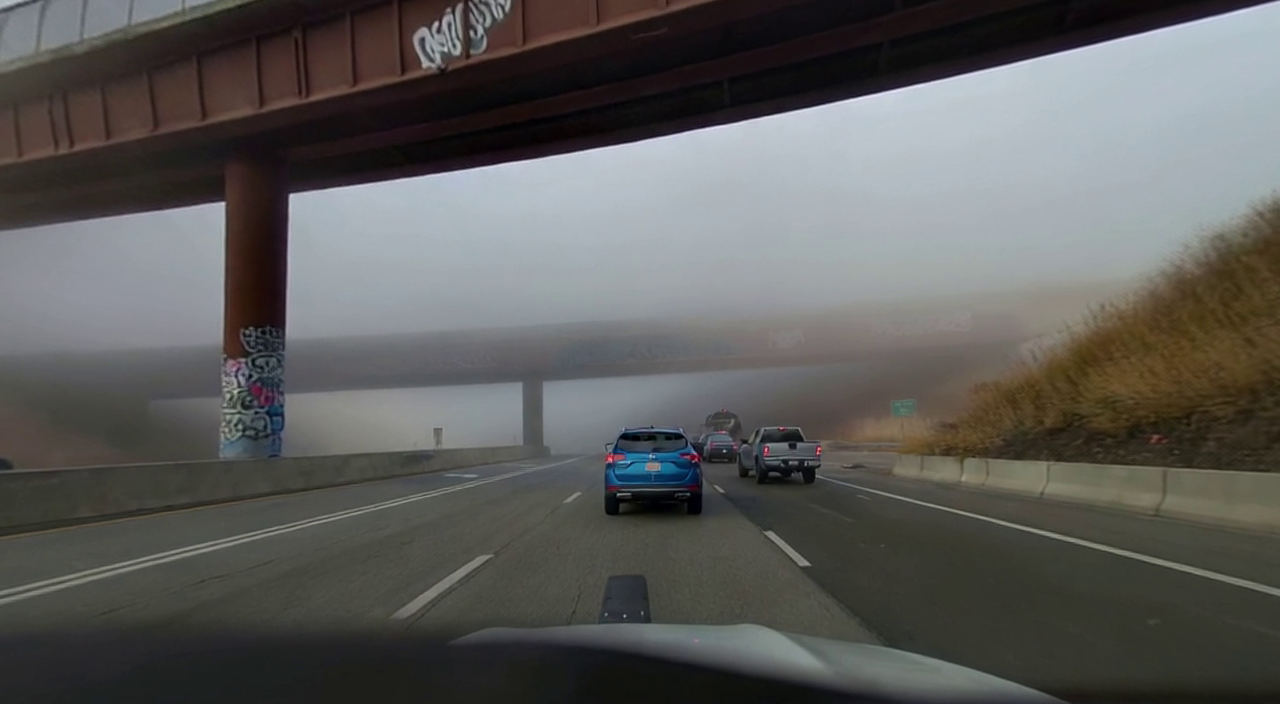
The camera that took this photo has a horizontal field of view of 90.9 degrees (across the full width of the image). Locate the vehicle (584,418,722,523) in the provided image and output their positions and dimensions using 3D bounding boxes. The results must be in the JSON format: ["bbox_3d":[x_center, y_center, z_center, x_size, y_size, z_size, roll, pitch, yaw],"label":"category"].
[{"bbox_3d":[0.238,2.179,12.067,2.193,1.651,3.946,0,-8,1],"label":"vehicle"}]

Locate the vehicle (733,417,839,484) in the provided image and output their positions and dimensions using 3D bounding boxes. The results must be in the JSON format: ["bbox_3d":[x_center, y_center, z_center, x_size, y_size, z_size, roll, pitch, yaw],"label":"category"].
[{"bbox_3d":[4.636,3.275,21.156,2.311,1.922,5.977,0,-8,2],"label":"vehicle"}]
